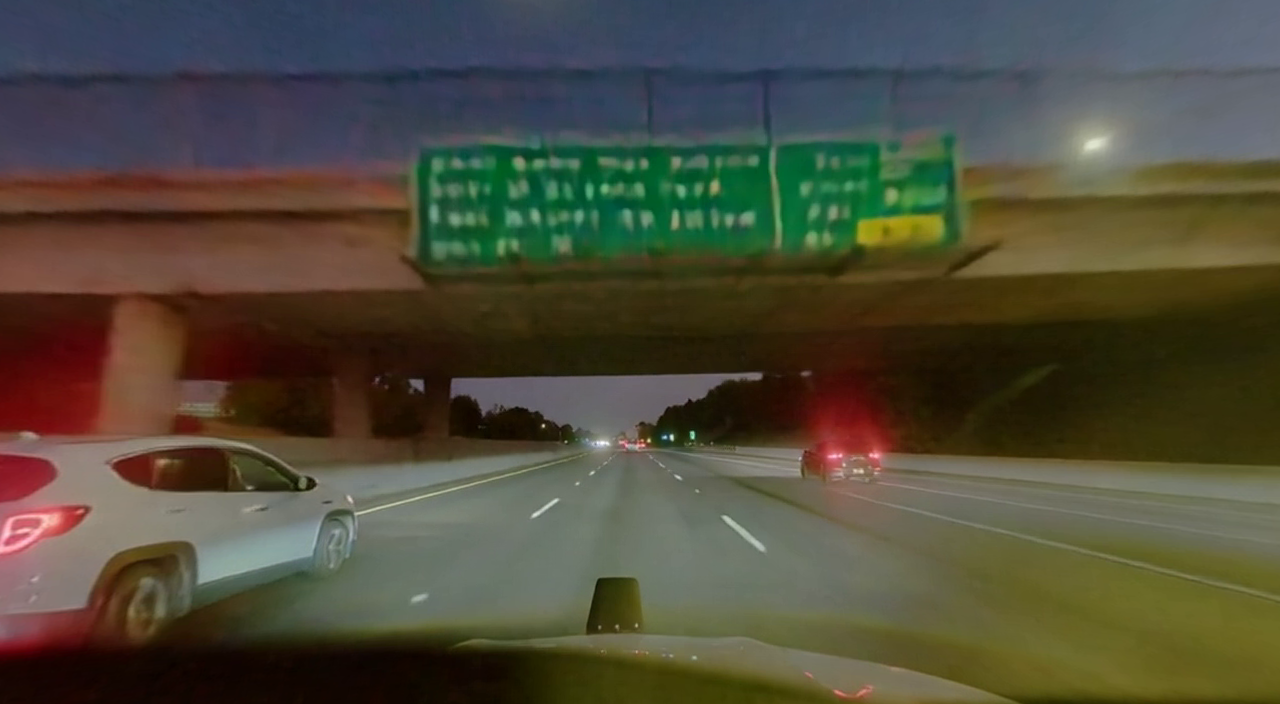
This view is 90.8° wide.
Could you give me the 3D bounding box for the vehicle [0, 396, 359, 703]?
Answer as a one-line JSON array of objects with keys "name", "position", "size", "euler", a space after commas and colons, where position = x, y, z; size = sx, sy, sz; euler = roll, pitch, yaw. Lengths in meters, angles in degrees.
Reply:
[{"name": "vehicle", "position": [-4.043, 1.222, 4.543], "size": [2.050, 1.547, 4.266], "euler": [0, -8, 0]}]
